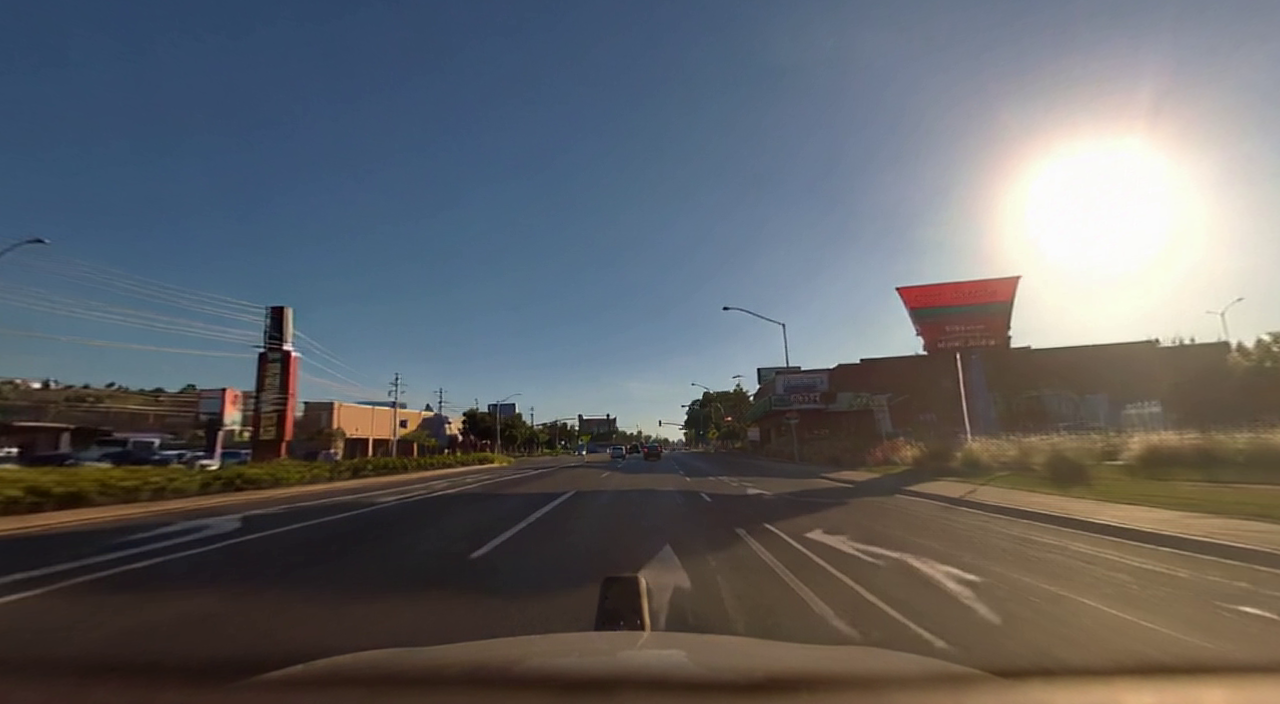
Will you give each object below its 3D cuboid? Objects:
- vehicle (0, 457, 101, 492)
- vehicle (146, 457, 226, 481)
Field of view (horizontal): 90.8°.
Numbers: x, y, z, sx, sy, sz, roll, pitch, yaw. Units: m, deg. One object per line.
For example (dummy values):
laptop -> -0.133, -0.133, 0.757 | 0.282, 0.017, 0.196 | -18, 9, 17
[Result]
vehicle -> -29.388, 5.862, 30.643 | 1.960, 1.478, 4.949 | 0, -9, 3
vehicle -> -28.863, 7.433, 40.366 | 1.882, 1.401, 4.476 | 1, -9, -2
